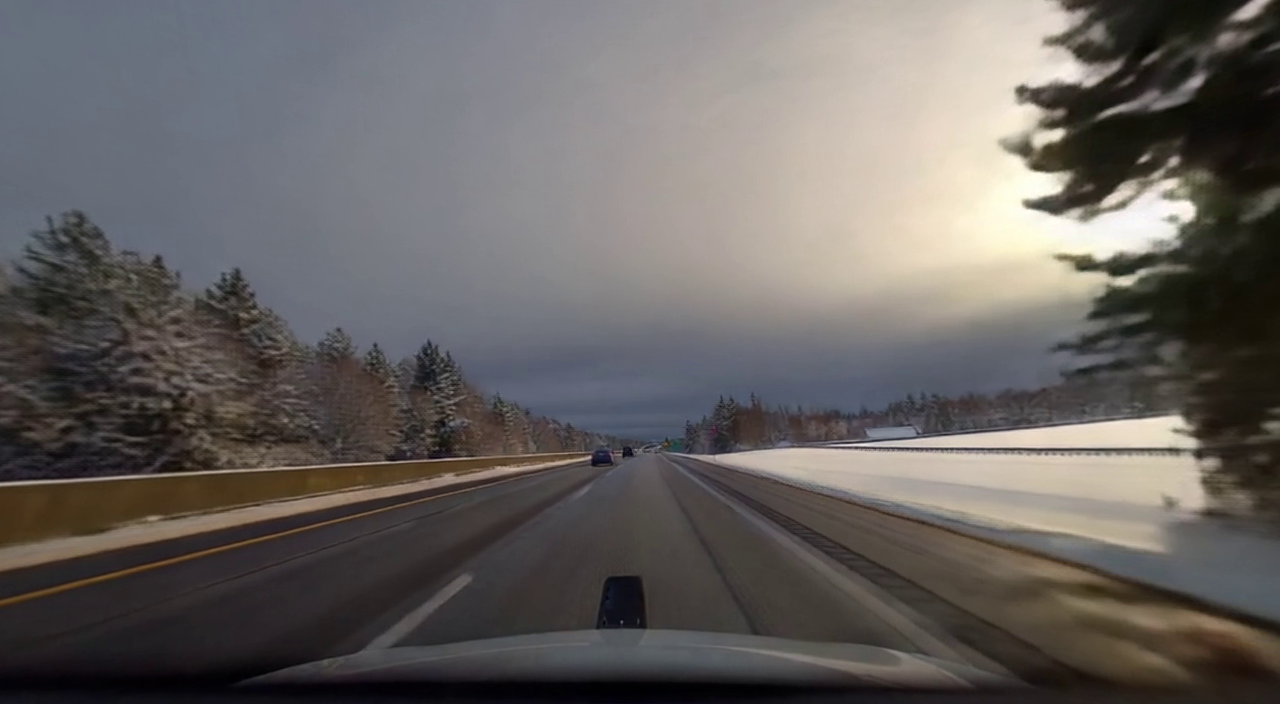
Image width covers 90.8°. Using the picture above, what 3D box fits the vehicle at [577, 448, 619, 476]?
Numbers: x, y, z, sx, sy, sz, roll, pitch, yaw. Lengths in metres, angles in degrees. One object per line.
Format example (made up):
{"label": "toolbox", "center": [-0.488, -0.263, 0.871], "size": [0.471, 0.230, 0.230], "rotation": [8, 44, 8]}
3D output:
{"label": "vehicle", "center": [-2.259, 6.060, 35.001], "size": [1.917, 1.450, 3.997], "rotation": [0, -8, 2]}
